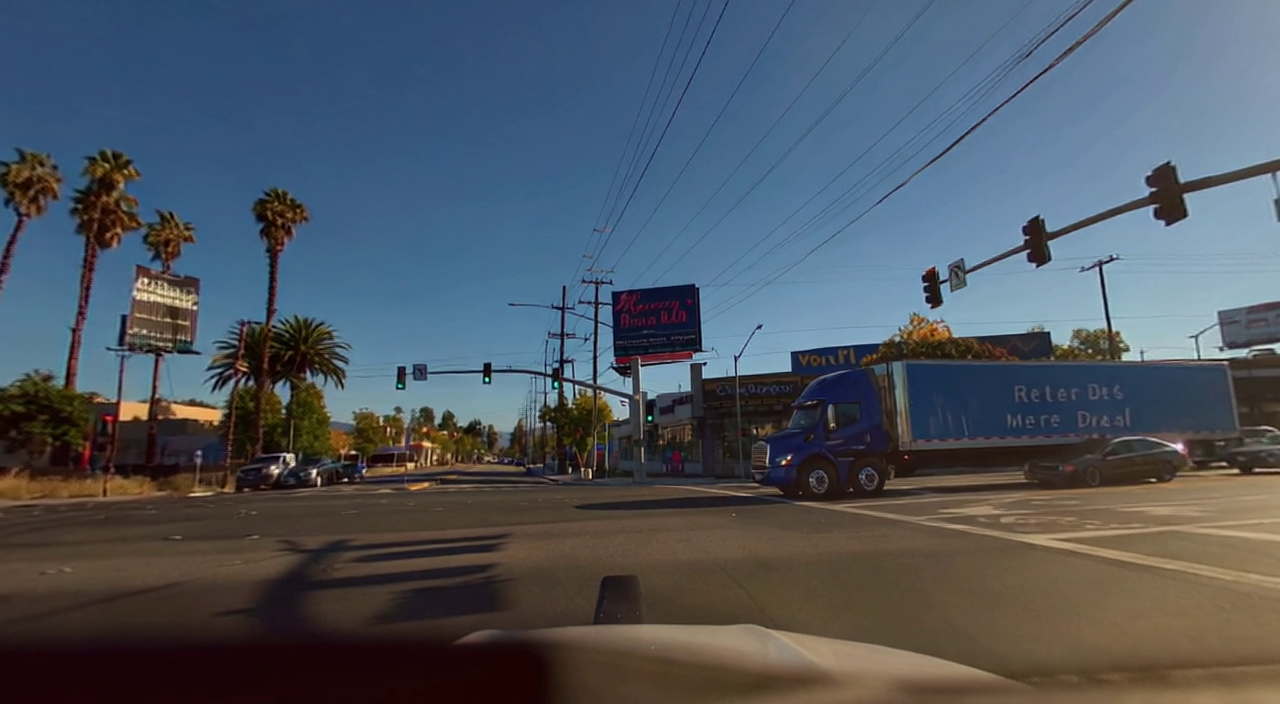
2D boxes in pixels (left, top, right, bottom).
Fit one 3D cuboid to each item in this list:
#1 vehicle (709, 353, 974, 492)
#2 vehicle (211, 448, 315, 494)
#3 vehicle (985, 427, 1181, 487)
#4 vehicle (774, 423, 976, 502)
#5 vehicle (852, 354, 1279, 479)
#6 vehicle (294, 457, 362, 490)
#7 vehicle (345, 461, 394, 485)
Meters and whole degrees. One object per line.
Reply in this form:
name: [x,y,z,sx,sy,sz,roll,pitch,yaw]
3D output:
vehicle: [6.850,2.490,22.183,8.167,4.352,3.029,1,-9,-11]
vehicle: [-23.218,7.284,39.398,2.989,2.573,6.053,0,-9,-4]
vehicle: [13.880,3.312,19.962,4.958,1.510,1.949,-2,-10,-10]
vehicle: [6.897,3.270,18.883,5.079,1.893,2.200,-2,-10,-12]
vehicle: [16.753,2.511,24.101,17.071,4.151,2.876,1,-9,-11]
vehicle: [-18.794,7.325,38.429,2.028,1.744,4.876,0,-9,-5]
vehicle: [-19.854,8.830,46.599,1.834,1.521,4.970,0,-9,-5]
